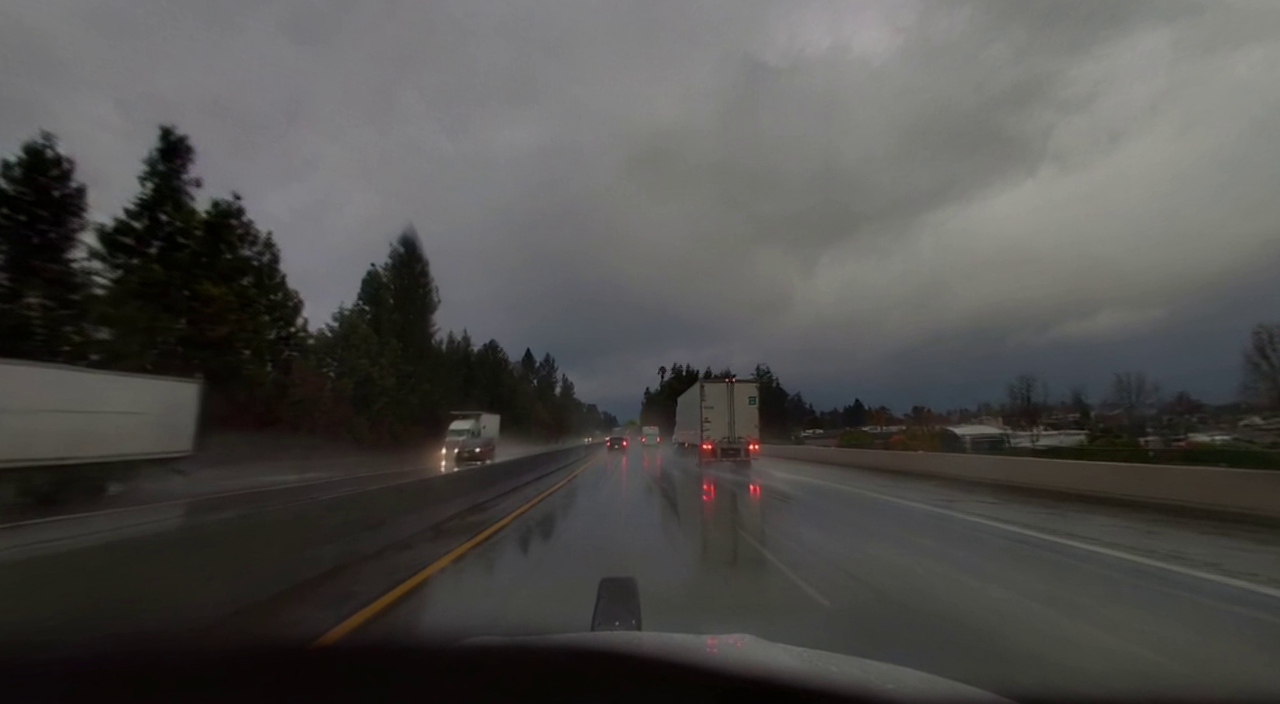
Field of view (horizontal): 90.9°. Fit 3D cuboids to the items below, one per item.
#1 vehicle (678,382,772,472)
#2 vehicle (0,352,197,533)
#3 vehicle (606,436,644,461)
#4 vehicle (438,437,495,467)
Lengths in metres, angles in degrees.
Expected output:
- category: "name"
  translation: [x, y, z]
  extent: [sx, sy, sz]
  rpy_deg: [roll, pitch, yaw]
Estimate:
- category: "vehicle"
  translation: [3.593, 3.481, 28.952]
  extent: [2.921, 3.526, 8.207]
  rpy_deg: [0, -7, -2]
- category: "vehicle"
  translation: [-13.804, 1.842, 12.703]
  extent: [2.961, 3.458, 9.579]
  rpy_deg: [-1, -7, -1]
- category: "vehicle"
  translation: [-0.896, 5.881, 38.641]
  extent: [2.259, 1.466, 3.693]
  rpy_deg: [0, -7, -1]
- category: "vehicle"
  translation: [-9.223, 5.330, 33.840]
  extent: [1.961, 1.504, 3.762]
  rpy_deg: [0, -7, 0]
